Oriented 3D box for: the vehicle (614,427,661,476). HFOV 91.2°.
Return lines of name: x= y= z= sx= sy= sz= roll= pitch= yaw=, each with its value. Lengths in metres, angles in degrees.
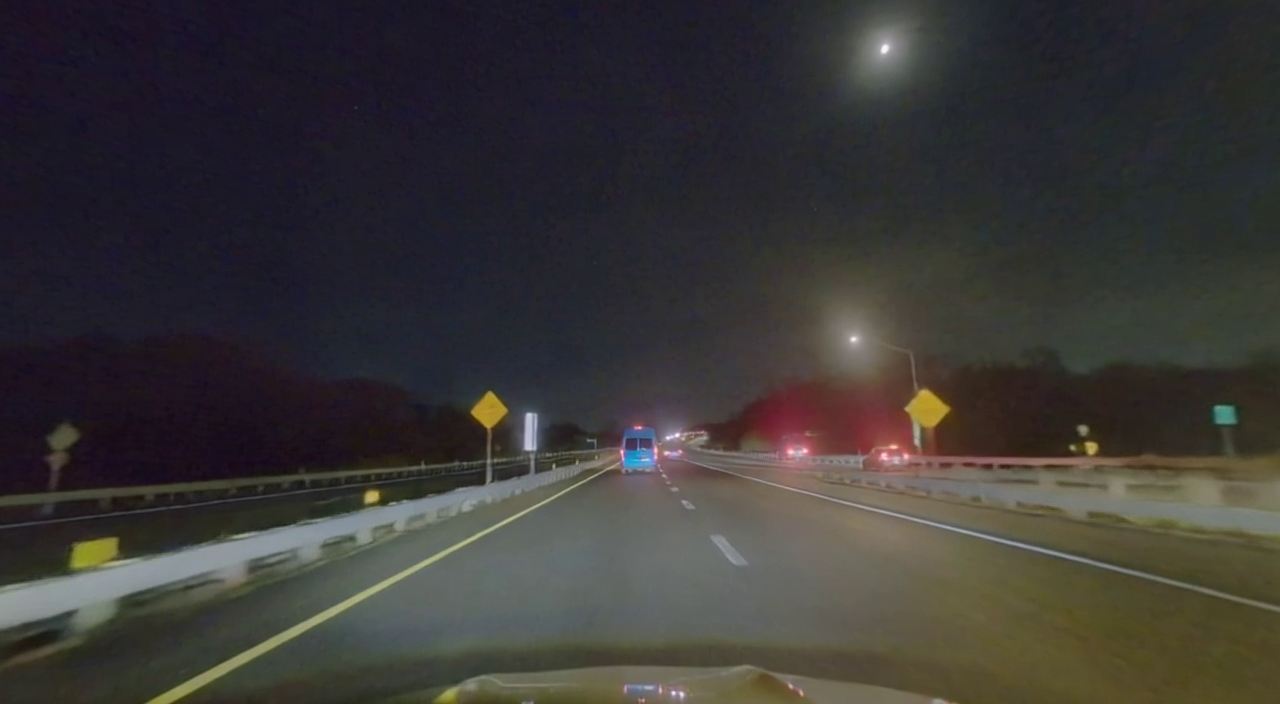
vehicle: x=-0.138 y=5.852 z=36.854 sx=2.560 sy=2.598 sz=5.581 roll=0 pitch=-9 yaw=0
